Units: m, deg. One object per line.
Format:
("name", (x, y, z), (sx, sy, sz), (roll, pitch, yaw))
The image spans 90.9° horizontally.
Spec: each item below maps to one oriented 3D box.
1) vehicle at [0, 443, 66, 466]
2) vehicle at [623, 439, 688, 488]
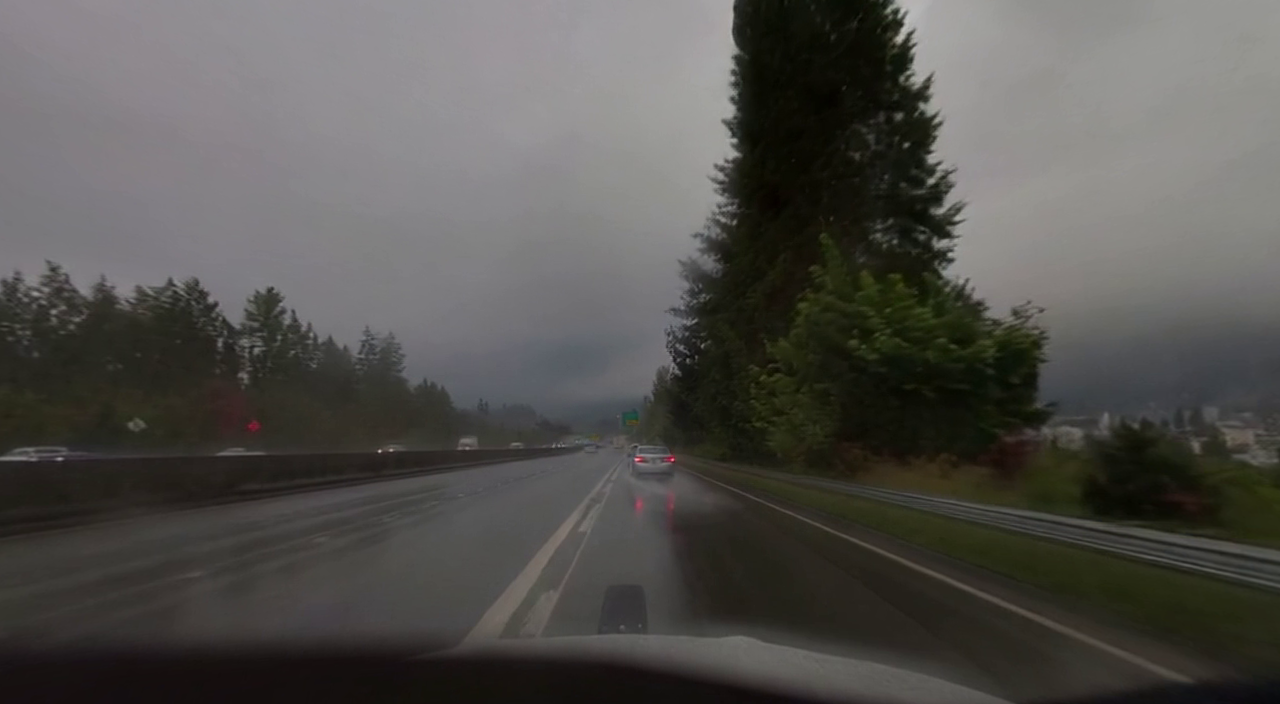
("vehicle", (-43.481, 7.265, 44.653), (1.794, 1.504, 4.380), (1, -9, -8))
("vehicle", (0.414, 3.664, 21.010), (1.960, 1.456, 3.818), (0, -9, -2))
